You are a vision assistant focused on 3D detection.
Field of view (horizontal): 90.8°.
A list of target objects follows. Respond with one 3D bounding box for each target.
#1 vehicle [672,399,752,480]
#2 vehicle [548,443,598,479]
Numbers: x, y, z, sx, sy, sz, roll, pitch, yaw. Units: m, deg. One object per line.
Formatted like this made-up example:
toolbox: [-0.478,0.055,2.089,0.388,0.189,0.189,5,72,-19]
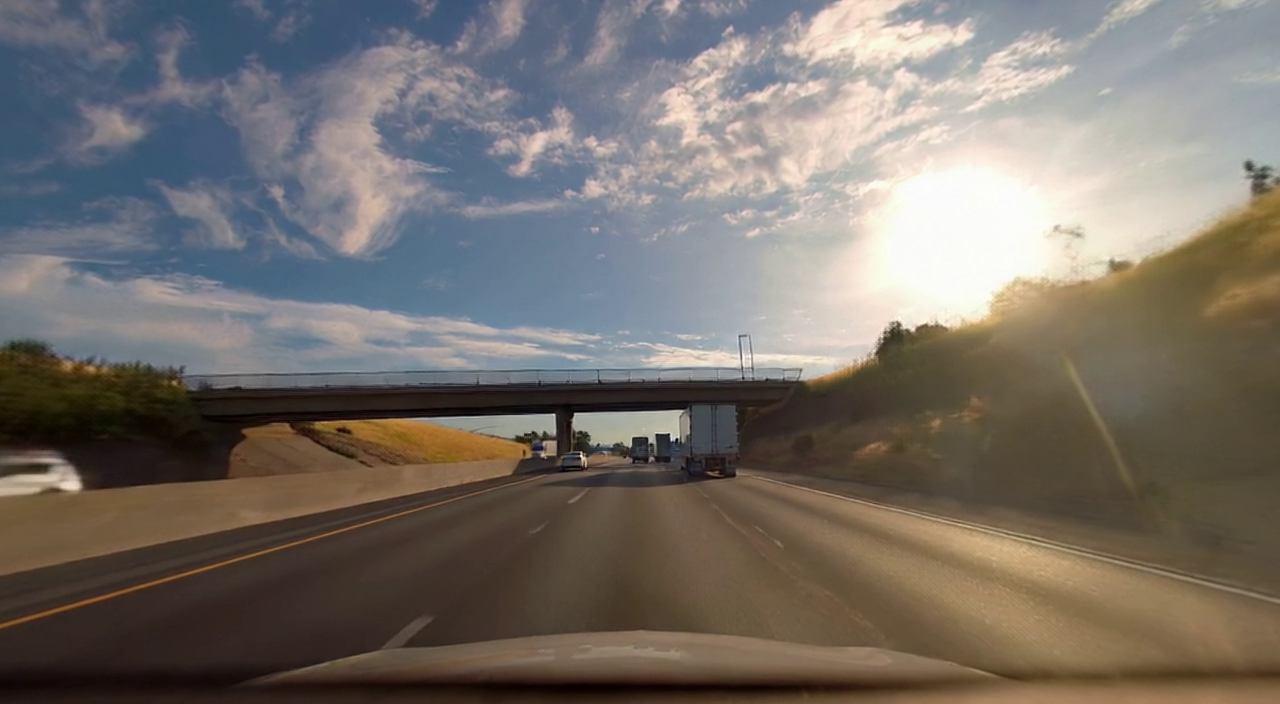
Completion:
vehicle: [4.046,5.676,40.175,3.131,4.037,16.729,0,-9,0]
vehicle: [-3.238,5.393,31.388,2.007,1.647,3.854,0,-9,1]
